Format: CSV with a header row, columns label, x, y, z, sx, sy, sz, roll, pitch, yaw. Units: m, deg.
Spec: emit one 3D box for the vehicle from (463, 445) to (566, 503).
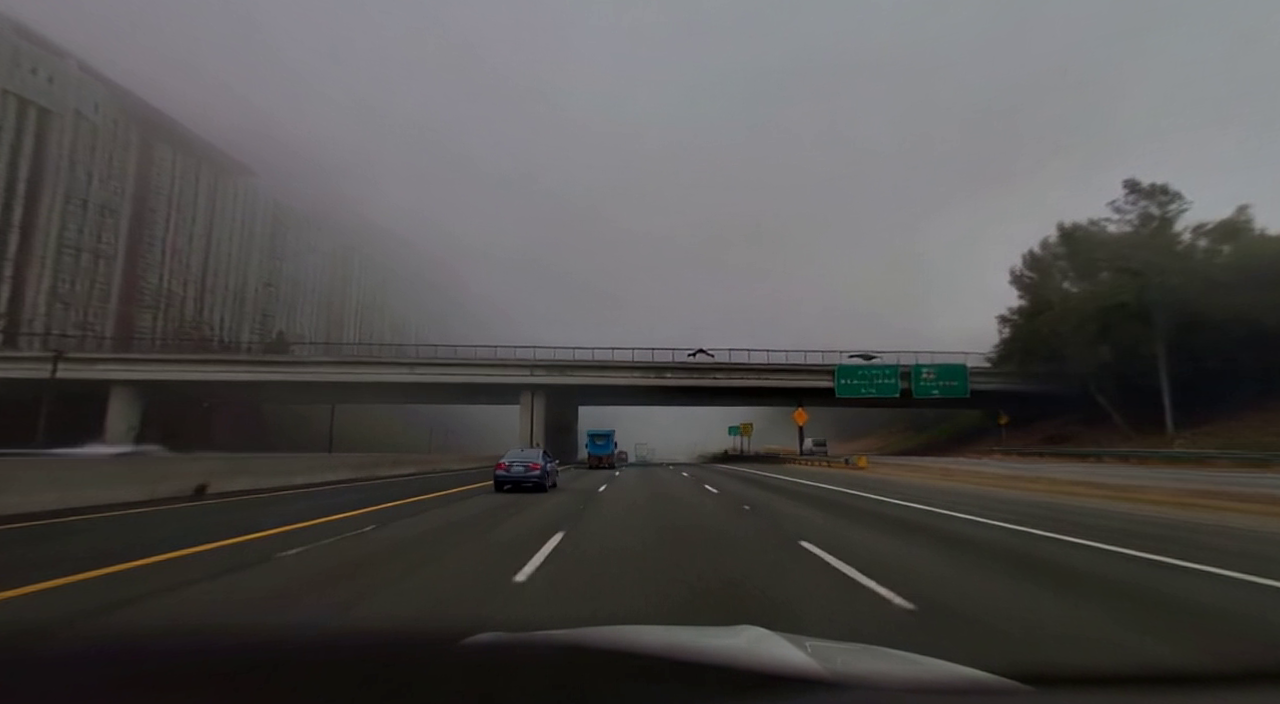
label,x,y,z,sx,sy,sz,roll,pitch,yaw
vehicle,-3.522,3.506,18.573,2.039,1.478,4.483,0,-9,1
